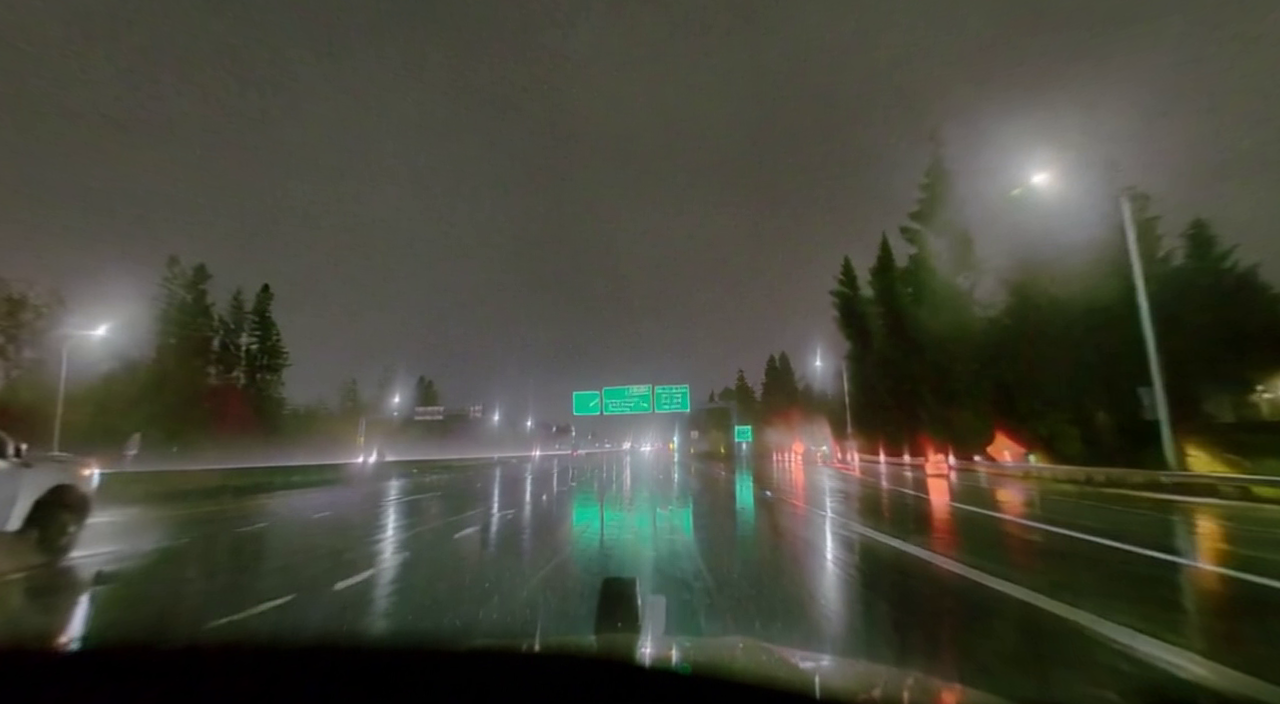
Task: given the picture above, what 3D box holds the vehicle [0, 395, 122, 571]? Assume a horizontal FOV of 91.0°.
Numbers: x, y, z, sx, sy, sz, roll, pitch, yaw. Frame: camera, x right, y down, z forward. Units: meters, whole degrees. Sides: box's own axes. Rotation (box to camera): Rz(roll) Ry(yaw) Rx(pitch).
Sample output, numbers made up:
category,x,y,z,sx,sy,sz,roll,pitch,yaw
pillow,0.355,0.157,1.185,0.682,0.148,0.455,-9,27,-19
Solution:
category,x,y,z,sx,sy,sz,roll,pitch,yaw
vehicle,-8.067,1.261,5.757,2.272,1.869,4.945,0,-8,3
